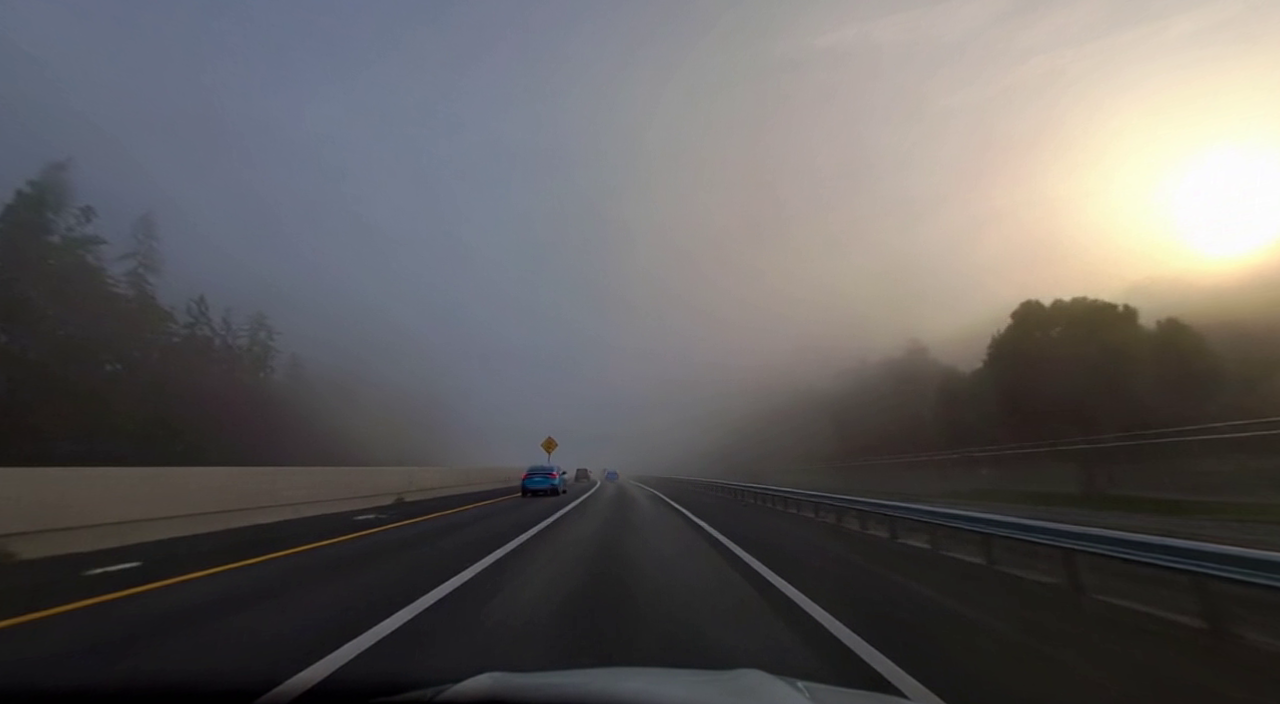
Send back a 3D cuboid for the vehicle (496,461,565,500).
[{"bbox_3d":[-4.907,5.864,28.961,2.328,1.559,5.041,1,-11,-1],"label":"vehicle"}]
